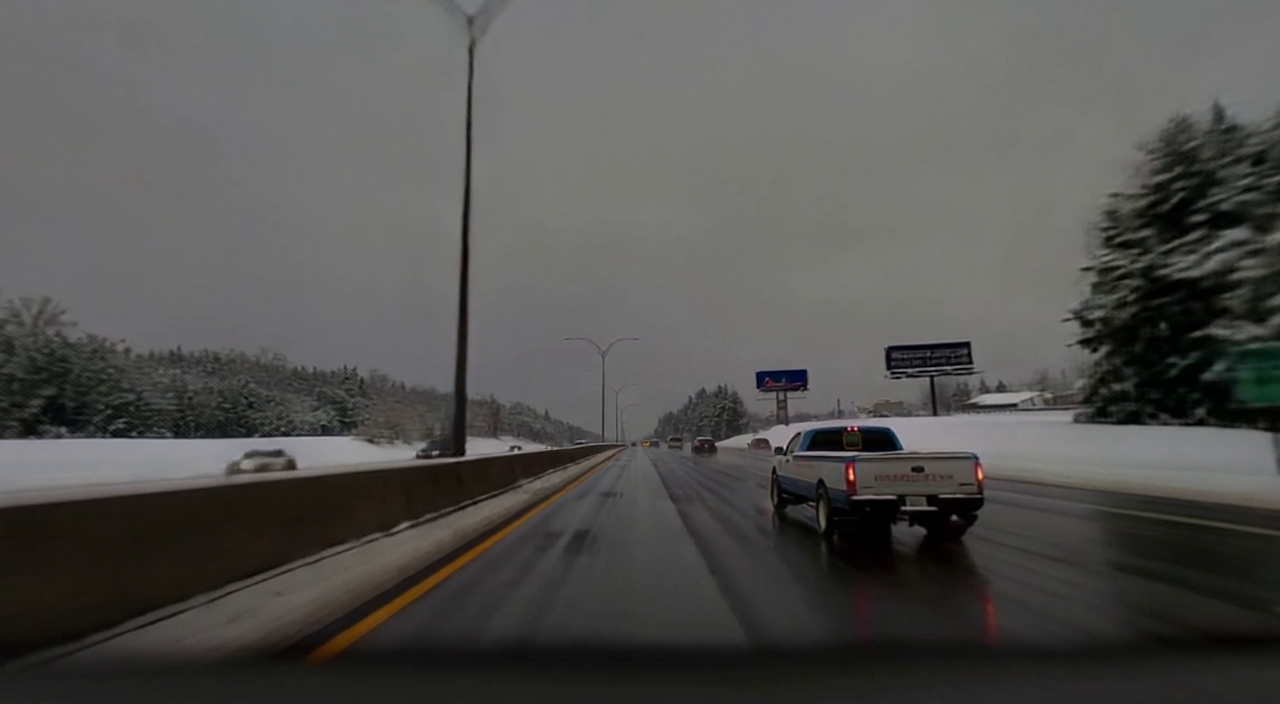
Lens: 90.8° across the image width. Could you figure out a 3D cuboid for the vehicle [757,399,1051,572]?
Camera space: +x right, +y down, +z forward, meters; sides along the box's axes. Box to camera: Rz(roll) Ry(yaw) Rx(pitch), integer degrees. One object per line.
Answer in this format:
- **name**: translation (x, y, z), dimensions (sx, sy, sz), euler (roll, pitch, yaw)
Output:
- **vehicle**: translation (3.064, 1.667, 8.608), dimensions (1.973, 1.710, 4.476), euler (0, -9, -1)
